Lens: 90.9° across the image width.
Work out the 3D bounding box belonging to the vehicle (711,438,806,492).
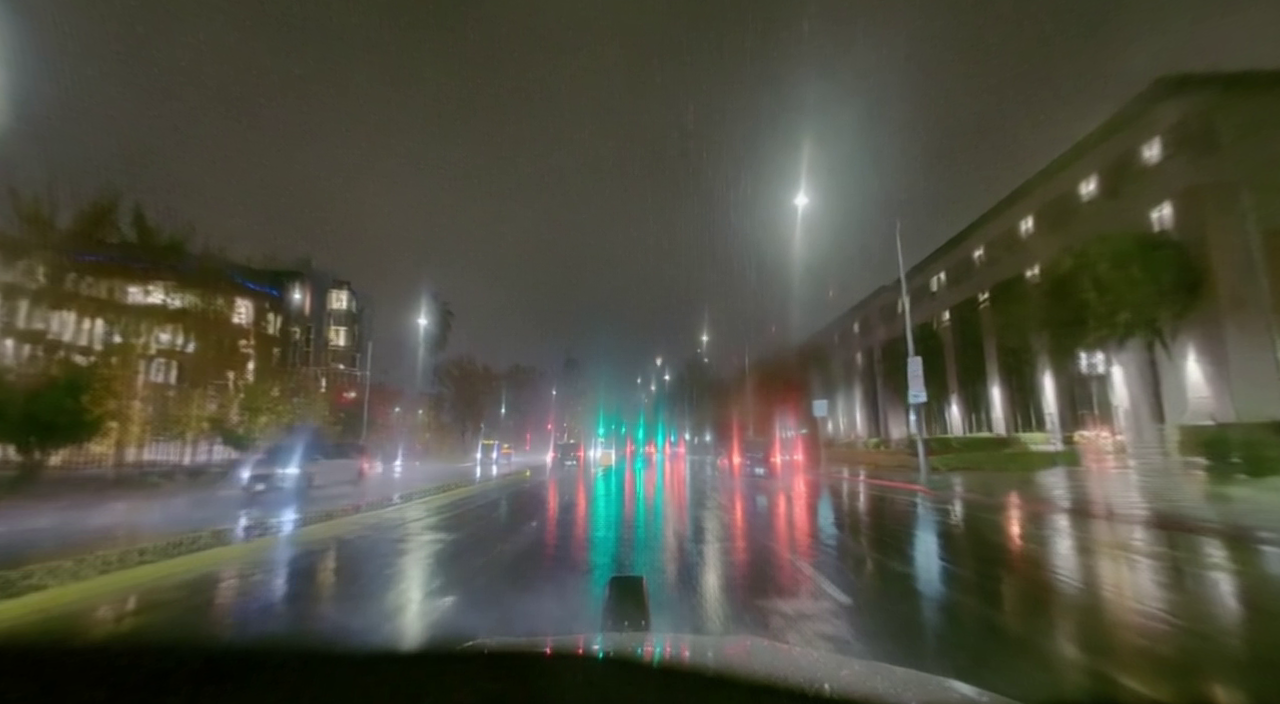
[{"bbox_3d":[3.552,3.474,19.781,1.990,1.486,4.431,0,-8,-1],"label":"vehicle"}]

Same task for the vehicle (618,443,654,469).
[{"bbox_3d":[-0.265,6.415,39.147,2.101,1.480,3.929,0,-8,-1],"label":"vehicle"}]

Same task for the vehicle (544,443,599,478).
[{"bbox_3d":[-3.118,5.070,29.722,2.082,1.467,4.379,-1,-8,0],"label":"vehicle"}]

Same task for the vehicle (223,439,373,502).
[{"bbox_3d":[-12.394,4.296,23.494,2.296,1.941,5.816,-2,-8,0],"label":"vehicle"}]

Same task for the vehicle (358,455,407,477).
[{"bbox_3d":[-18.967,8.402,46.572,1.924,1.493,4.006,0,-8,0],"label":"vehicle"}]
